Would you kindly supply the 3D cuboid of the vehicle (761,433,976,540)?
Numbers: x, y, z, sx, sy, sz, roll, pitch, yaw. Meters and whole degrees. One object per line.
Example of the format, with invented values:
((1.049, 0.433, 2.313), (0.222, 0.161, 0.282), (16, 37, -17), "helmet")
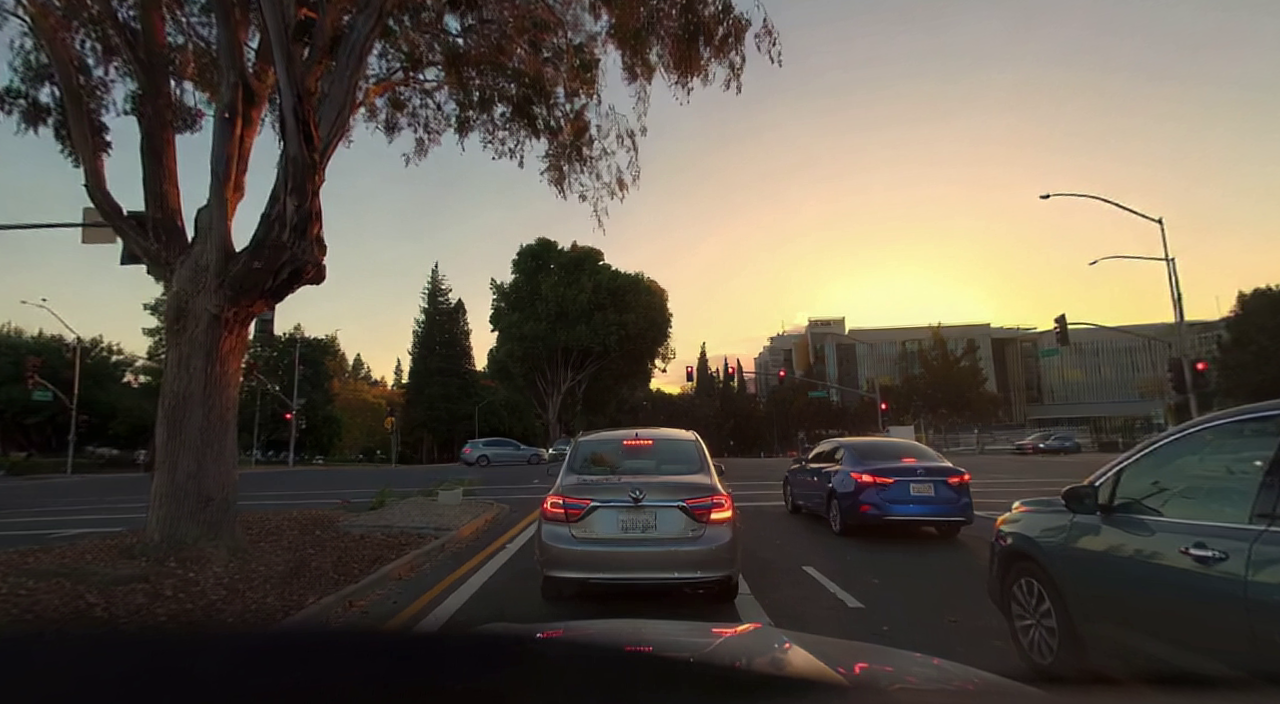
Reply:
((3.689, 2.258, 11.299), (2.054, 1.482, 4.654), (0, -9, -1), "vehicle")

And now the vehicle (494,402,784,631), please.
((-0.020, 1.470, 6.506), (2.074, 1.631, 3.793), (0, -9, 0), "vehicle")

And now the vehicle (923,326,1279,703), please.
((3.718, 0.937, 3.422), (2.162, 1.829, 4.519), (0, -9, -1), "vehicle")
